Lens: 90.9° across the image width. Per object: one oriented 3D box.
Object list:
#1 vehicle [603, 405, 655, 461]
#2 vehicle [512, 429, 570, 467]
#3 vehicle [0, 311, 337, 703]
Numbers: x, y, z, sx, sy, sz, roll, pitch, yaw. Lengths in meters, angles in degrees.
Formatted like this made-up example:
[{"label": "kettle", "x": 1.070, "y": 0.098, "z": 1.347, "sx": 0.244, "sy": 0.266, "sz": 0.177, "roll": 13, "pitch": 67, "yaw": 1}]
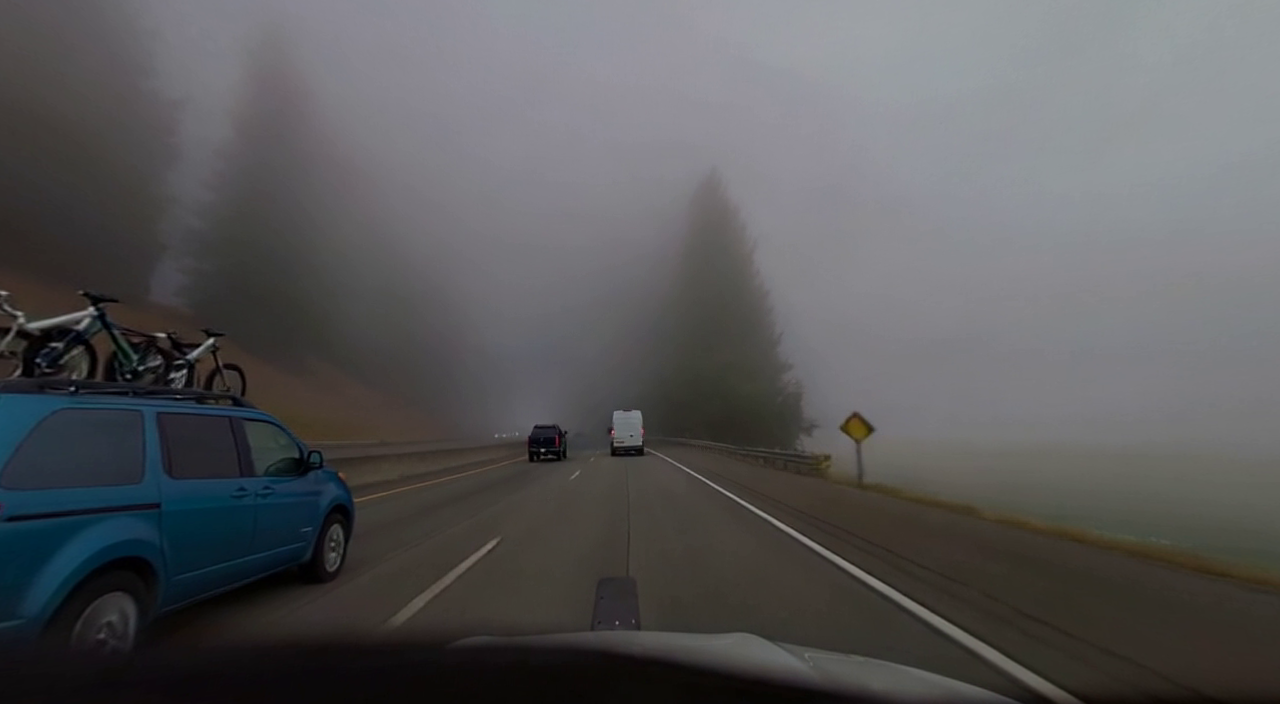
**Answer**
[{"label": "vehicle", "x": -0.745, "y": 4.624, "z": 35.832, "sx": 2.647, "sy": 2.896, "sz": 6.480, "roll": 0, "pitch": -8, "yaw": -3}, {"label": "vehicle", "x": -4.544, "y": 4.460, "z": 29.631, "sx": 2.110, "sy": 1.636, "sz": 4.453, "roll": 0, "pitch": -8, "yaw": -1}, {"label": "vehicle", "x": -3.596, "y": 0.783, "z": 2.950, "sx": 2.069, "sy": 1.751, "sz": 4.720, "roll": 0, "pitch": -8, "yaw": -1}]
